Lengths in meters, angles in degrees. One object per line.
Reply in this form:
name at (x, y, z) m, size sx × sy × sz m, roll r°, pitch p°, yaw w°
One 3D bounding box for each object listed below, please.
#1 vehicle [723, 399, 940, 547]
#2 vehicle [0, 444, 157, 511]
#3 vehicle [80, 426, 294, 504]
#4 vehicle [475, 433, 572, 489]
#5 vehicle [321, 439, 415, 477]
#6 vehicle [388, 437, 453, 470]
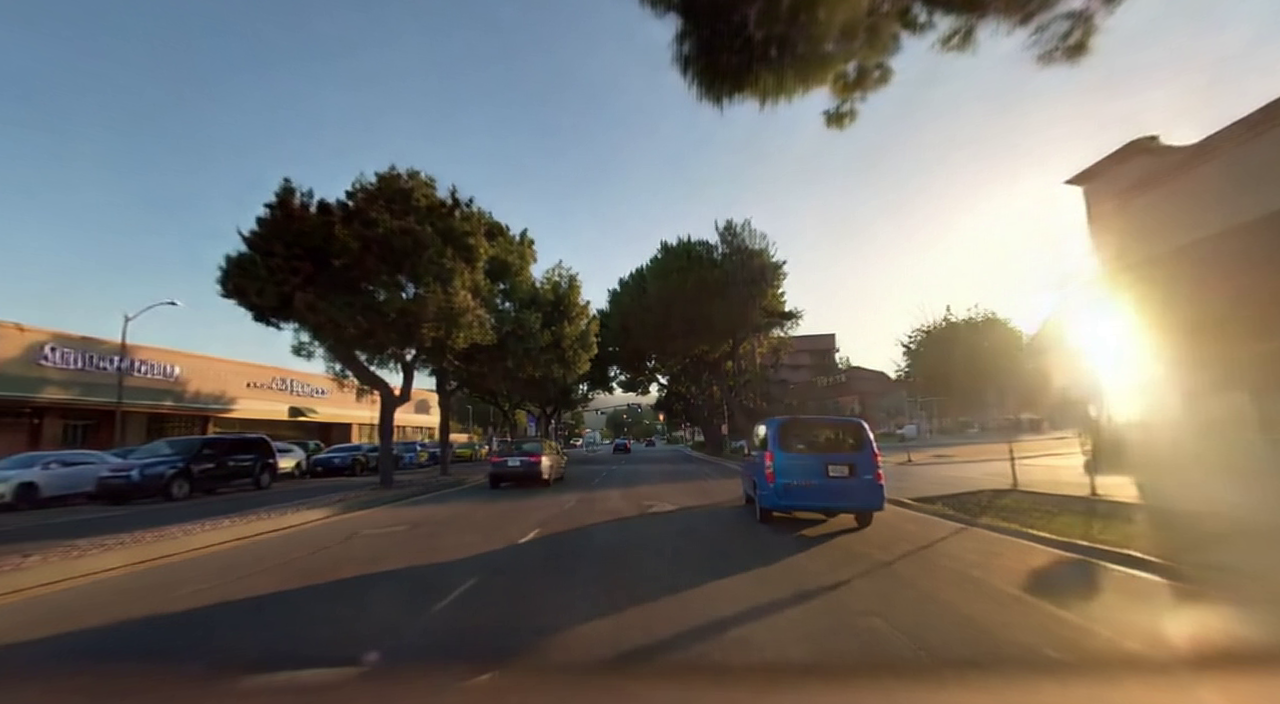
vehicle at (2.624, 1.795, 9.955) m, size 2.293 × 1.779 × 4.457 m, roll -1°, pitch -8°, yaw 4°
vehicle at (-15.250, 3.185, 16.498) m, size 1.900 × 1.509 × 4.104 m, roll 0°, pitch -8°, yaw -2°
vehicle at (-11.922, 2.991, 17.111) m, size 2.117 × 1.787 × 4.917 m, roll 0°, pitch -8°, yaw 0°
vehicle at (-3.347, 3.224, 18.959) m, size 1.966 × 1.481 × 4.385 m, roll 0°, pitch -8°, yaw 2°
vehicle at (-11.469, 4.494, 26.875) m, size 1.959 × 1.488 × 4.390 m, roll 0°, pitch -8°, yaw 1°
vehicle at (-11.526, 5.351, 33.300) m, size 1.852 × 1.621 × 4.166 m, roll 0°, pitch -8°, yaw 1°
